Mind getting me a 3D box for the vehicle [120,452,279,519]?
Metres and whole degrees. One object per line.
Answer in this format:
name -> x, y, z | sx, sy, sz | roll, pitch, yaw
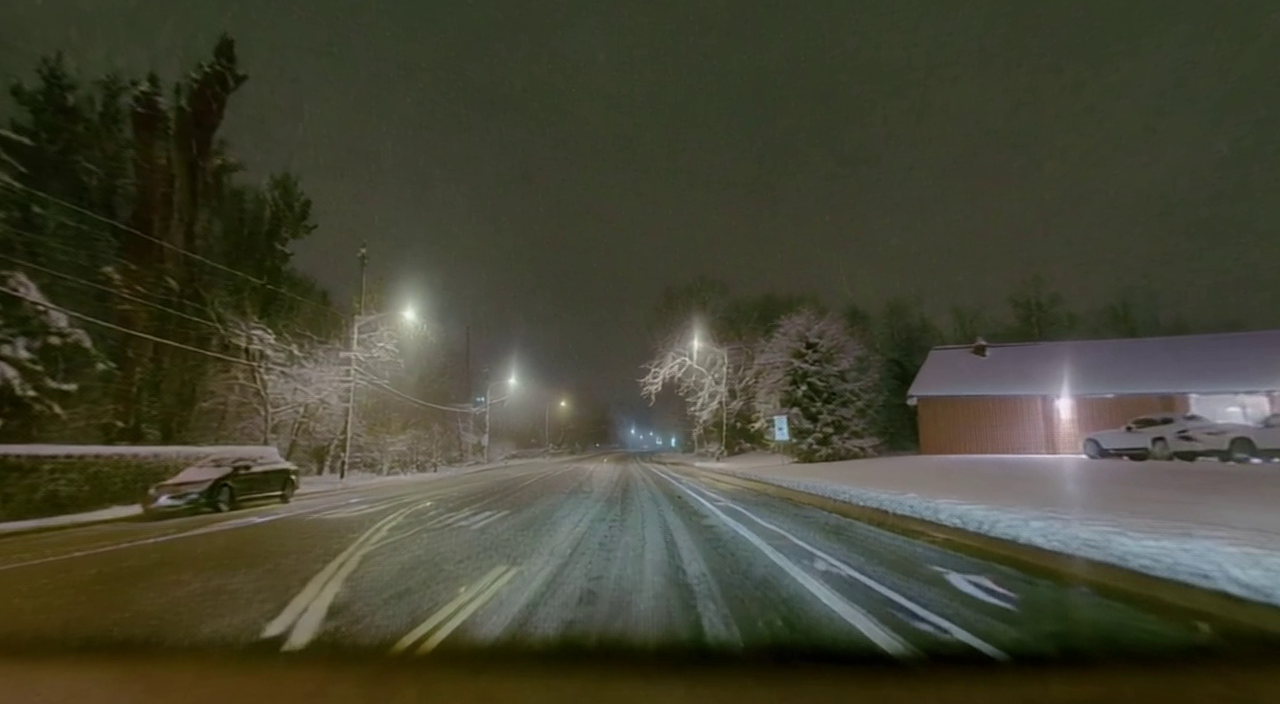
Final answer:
vehicle -> -13.076, 3.944, 19.093 | 1.952, 1.632, 4.200 | -5, -9, -2
